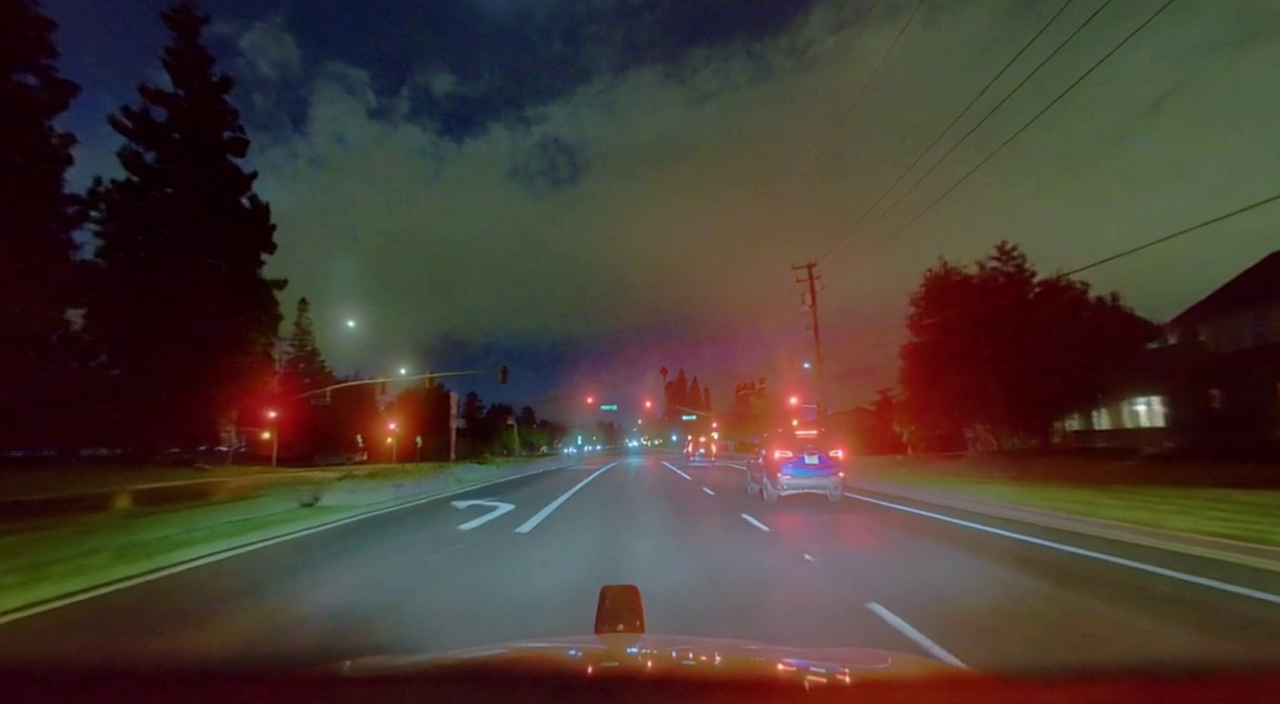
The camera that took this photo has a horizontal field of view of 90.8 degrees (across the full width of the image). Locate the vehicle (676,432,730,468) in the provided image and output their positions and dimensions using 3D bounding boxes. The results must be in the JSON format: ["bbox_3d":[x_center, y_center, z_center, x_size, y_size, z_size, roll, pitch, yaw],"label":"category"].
[{"bbox_3d":[3.321,5.328,34.294,2.229,1.795,4.927,0,-9,-2],"label":"vehicle"}]
